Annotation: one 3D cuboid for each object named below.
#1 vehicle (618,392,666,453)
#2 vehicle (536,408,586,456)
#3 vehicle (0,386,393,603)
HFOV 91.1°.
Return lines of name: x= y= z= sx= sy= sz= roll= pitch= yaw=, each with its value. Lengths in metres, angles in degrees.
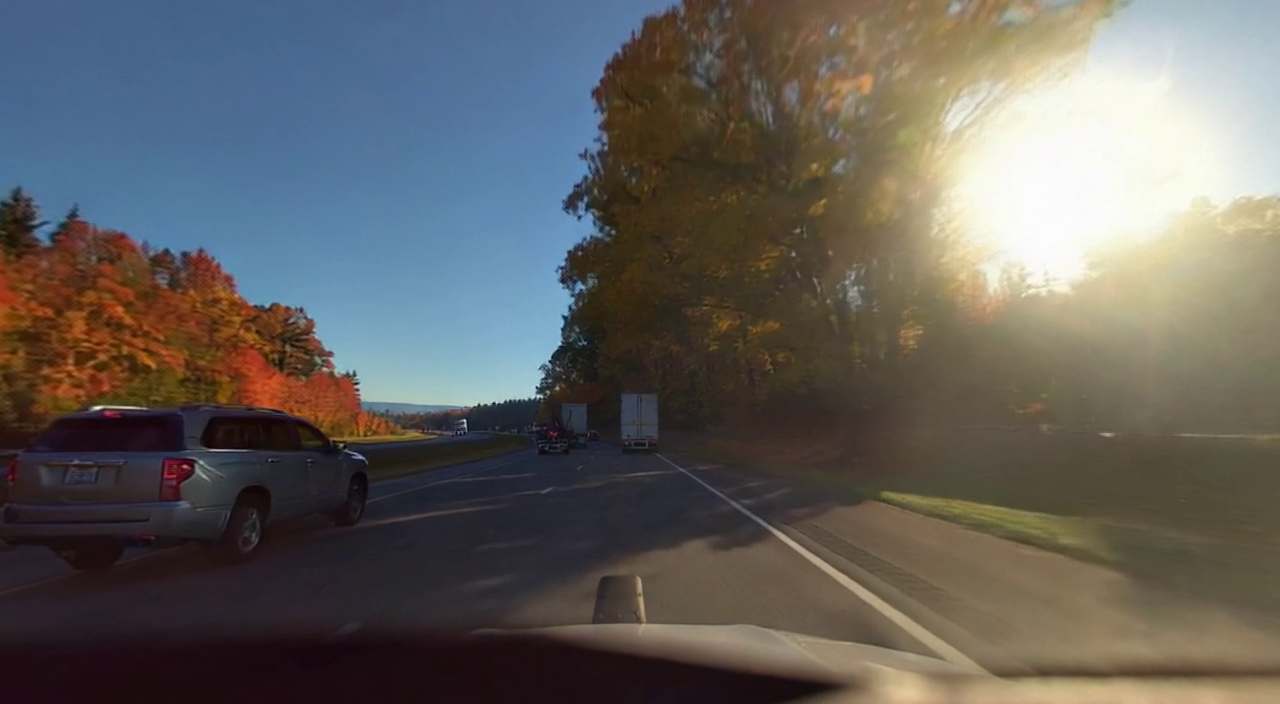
vehicle: x=-0.018 y=5.163 z=45.157 sx=3.078 sy=3.955 sz=8.774 roll=0 pitch=-8 yaw=-2
vehicle: x=-4.852 y=5.033 z=39.453 sx=2.383 sy=2.726 sz=5.677 roll=0 pitch=-8 yaw=0
vehicle: x=-4.768 y=1.403 z=7.181 sx=2.089 sy=1.669 sz=4.515 roll=0 pitch=-8 yaw=0
